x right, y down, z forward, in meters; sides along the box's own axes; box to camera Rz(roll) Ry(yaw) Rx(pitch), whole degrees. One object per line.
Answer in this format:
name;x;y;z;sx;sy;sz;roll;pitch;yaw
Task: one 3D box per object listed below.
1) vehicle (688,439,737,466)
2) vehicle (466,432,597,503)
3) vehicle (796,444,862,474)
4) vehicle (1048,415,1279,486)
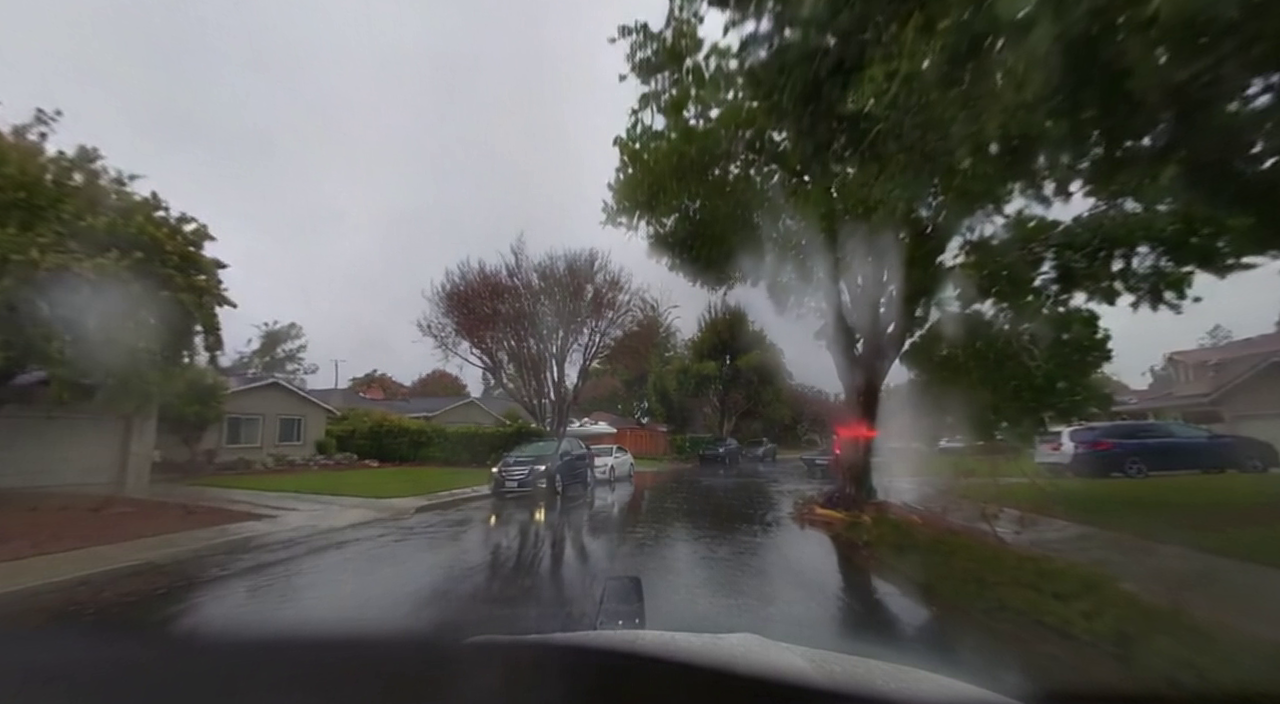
vehicle;5.106;7.008;43.839;2.052;1.745;4.737;-4;-9;23
vehicle;-3.073;3.387;19.239;2.274;1.784;5.090;-1;-7;11
vehicle;10.993;6.077;36.163;2.804;1.336;6.700;-3;-7;24
vehicle;14.403;2.704;17.304;4.789;1.771;2.092;-2;-9;9
